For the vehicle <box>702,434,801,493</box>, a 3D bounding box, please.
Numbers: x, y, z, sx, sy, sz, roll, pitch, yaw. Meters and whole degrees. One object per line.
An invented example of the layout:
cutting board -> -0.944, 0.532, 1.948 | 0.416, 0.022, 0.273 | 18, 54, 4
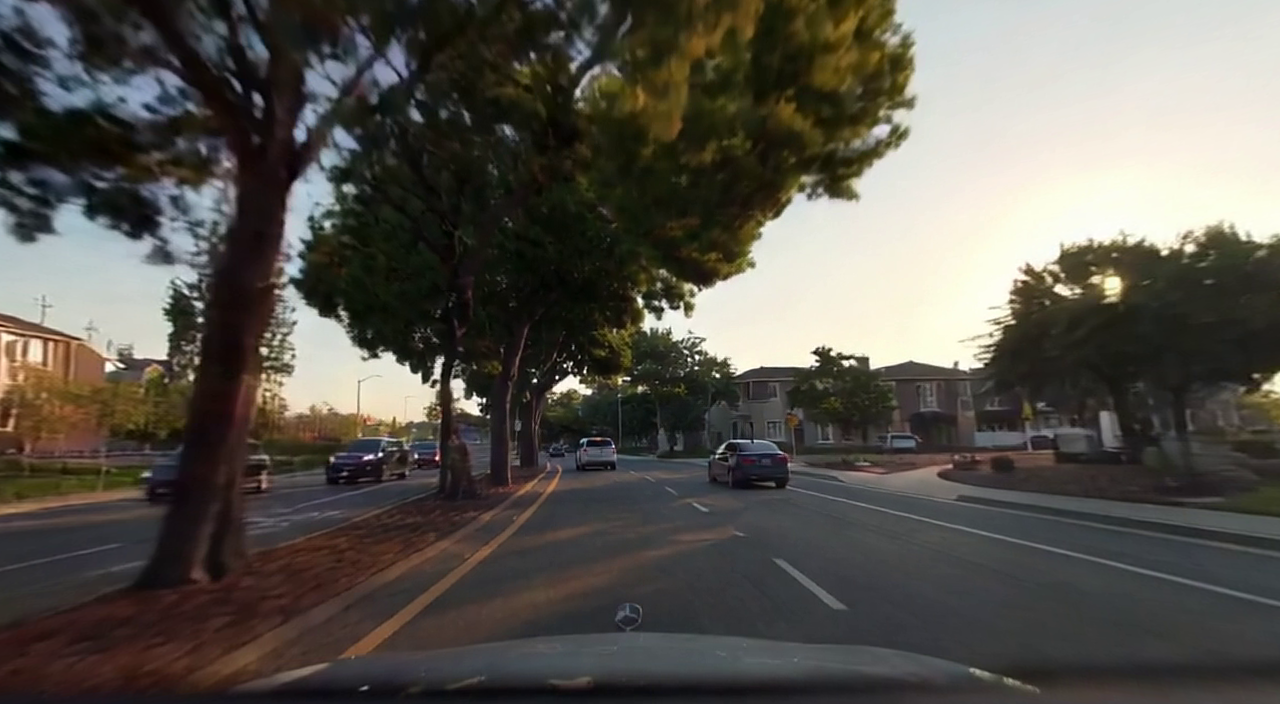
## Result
vehicle -> 3.078, 3.192, 18.369 | 1.915, 1.495, 4.880 | 0, -9, -1

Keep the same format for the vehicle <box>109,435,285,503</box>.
vehicle -> -13.478, 3.561, 19.617 | 2.288, 1.842, 4.837 | 1, -9, -5

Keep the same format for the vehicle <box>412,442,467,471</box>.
vehicle -> -11.682, 6.144, 36.837 | 2.002, 1.550, 4.444 | 1, -10, -4

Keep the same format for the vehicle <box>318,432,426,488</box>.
vehicle -> -9.519, 3.857, 22.808 | 2.211, 1.801, 4.894 | 1, -9, -6

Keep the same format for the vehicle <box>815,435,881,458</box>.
vehicle -> 16.259, 7.379, 49.122 | 4.528, 1.707, 2.172 | 4, -9, -24

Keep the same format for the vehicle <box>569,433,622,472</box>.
vehicle -> -2.317, 5.043, 31.734 | 2.165, 1.783, 4.391 | 2, -9, -10
